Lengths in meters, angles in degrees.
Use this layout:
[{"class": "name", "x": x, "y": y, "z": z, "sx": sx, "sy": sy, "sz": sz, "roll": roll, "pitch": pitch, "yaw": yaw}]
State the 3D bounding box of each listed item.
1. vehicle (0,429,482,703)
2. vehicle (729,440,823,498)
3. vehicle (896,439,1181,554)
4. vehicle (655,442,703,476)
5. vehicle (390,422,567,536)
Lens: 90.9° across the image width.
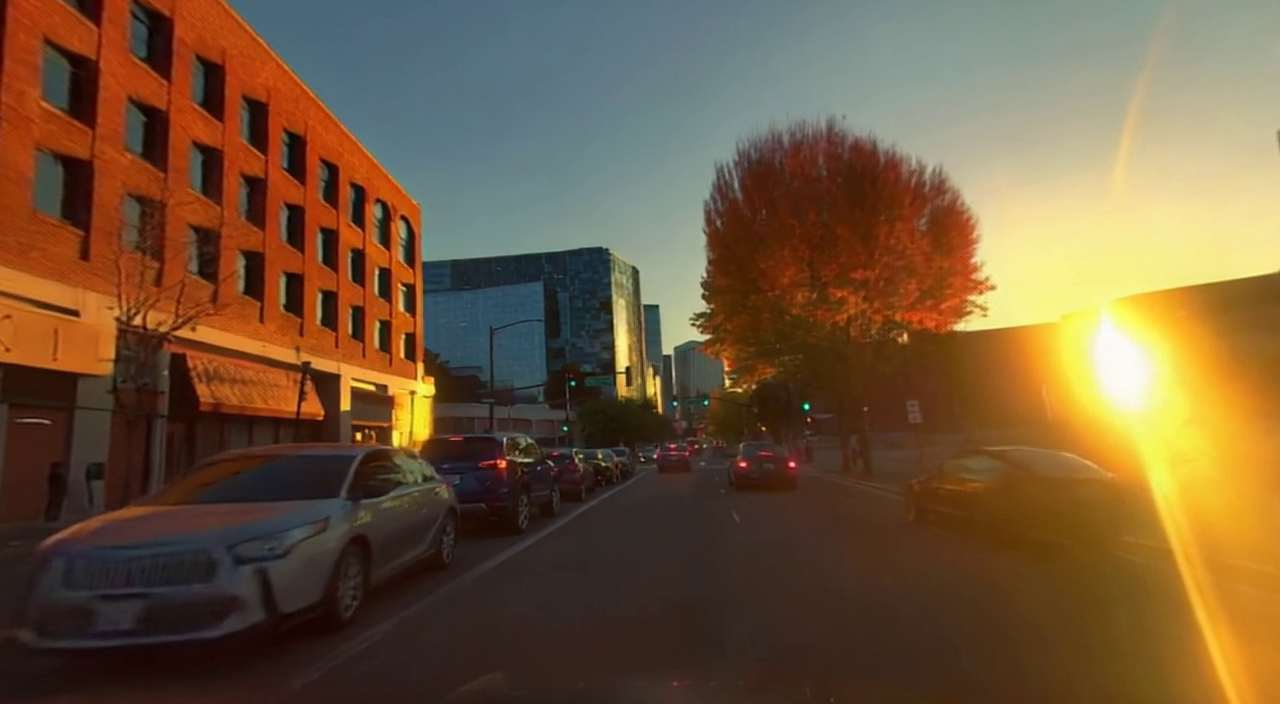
[{"class": "vehicle", "x": -3.106, "y": 1.513, "z": 5.721, "sx": 2.214, "sy": 1.496, "sz": 4.648, "roll": 0, "pitch": -8, "yaw": -1}, {"class": "vehicle", "x": 3.823, "y": 3.341, "z": 18.499, "sx": 2.150, "sy": 1.464, "sz": 4.467, "roll": -1, "pitch": -8, "yaw": 5}, {"class": "vehicle", "x": 6.039, "y": 2.186, "z": 10.403, "sx": 1.956, "sy": 1.446, "sz": 4.537, "roll": -1, "pitch": -8, "yaw": 4}, {"class": "vehicle", "x": 1.909, "y": 5.062, "z": 30.087, "sx": 2.102, "sy": 1.521, "sz": 4.078, "roll": -1, "pitch": -8, "yaw": 5}, {"class": "vehicle", "x": -2.867, "y": 2.362, "z": 12.367, "sx": 2.043, "sy": 1.819, "sz": 4.294, "roll": -1, "pitch": -8, "yaw": 4}]
